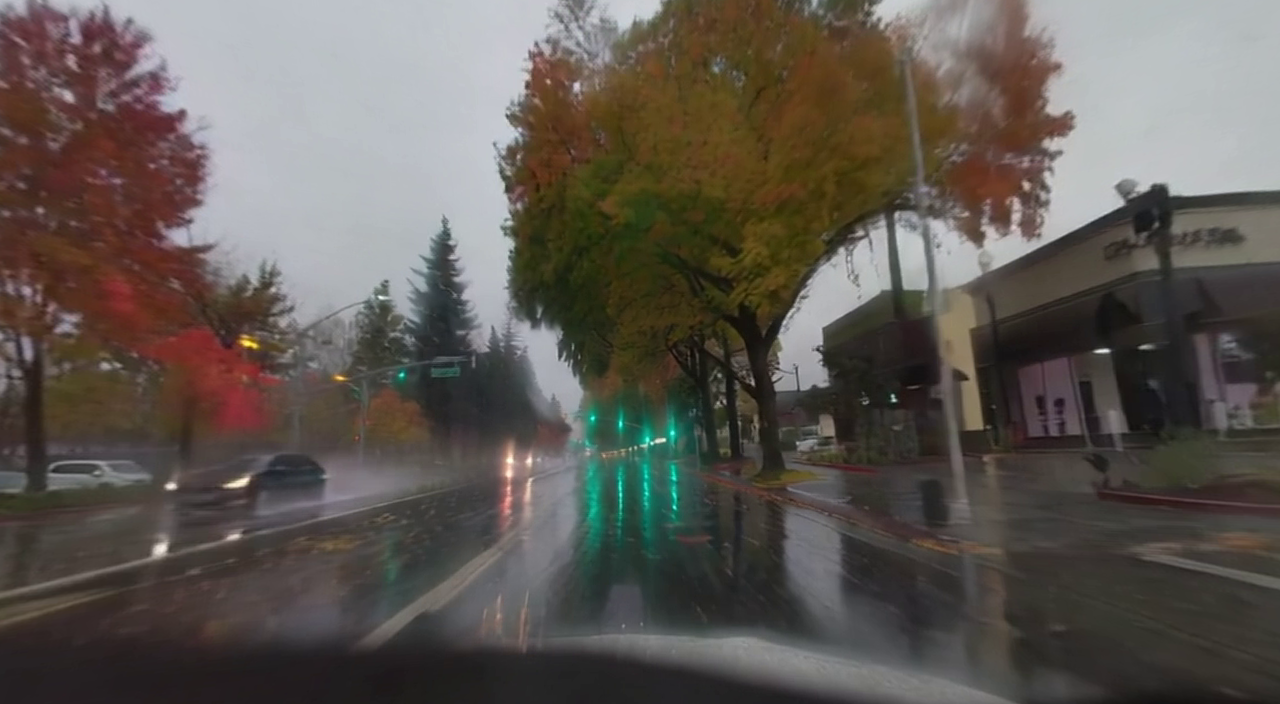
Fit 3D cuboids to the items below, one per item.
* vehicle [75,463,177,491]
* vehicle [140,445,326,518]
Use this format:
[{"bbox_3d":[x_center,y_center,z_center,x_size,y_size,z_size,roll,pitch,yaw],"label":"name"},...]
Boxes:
[{"bbox_3d":[-29.136,7.084,35.678,3.990,1.514,1.892,0,-9,-2],"label":"vehicle"},{"bbox_3d":[-11.103,3.514,17.672,2.075,1.765,4.684,0,-9,0],"label":"vehicle"}]
